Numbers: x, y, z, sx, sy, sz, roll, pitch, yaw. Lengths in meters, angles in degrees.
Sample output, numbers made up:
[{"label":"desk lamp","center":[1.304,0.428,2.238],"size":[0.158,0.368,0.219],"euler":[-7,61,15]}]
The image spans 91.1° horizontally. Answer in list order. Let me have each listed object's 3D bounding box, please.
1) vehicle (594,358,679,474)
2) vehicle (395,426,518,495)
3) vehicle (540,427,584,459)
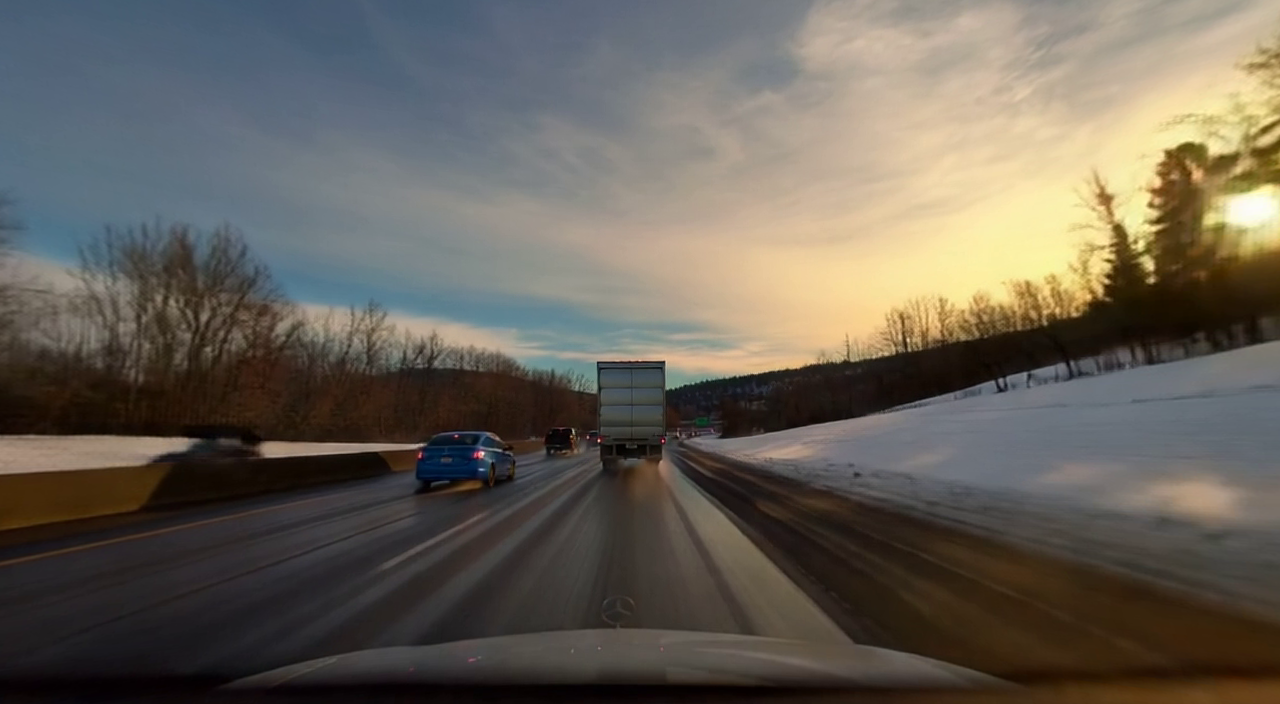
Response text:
[{"label":"vehicle","center":[-0.236,2.896,27.006],"size":[2.953,4.041,10.072],"euler":[0,-8,-1]},{"label":"vehicle","center":[-4.621,2.771,16.591],"size":[1.931,1.539,4.441],"euler":[0,-8,0]},{"label":"vehicle","center":[-4.639,5.462,37.898],"size":[2.019,1.834,4.644],"euler":[0,-8,0]}]
